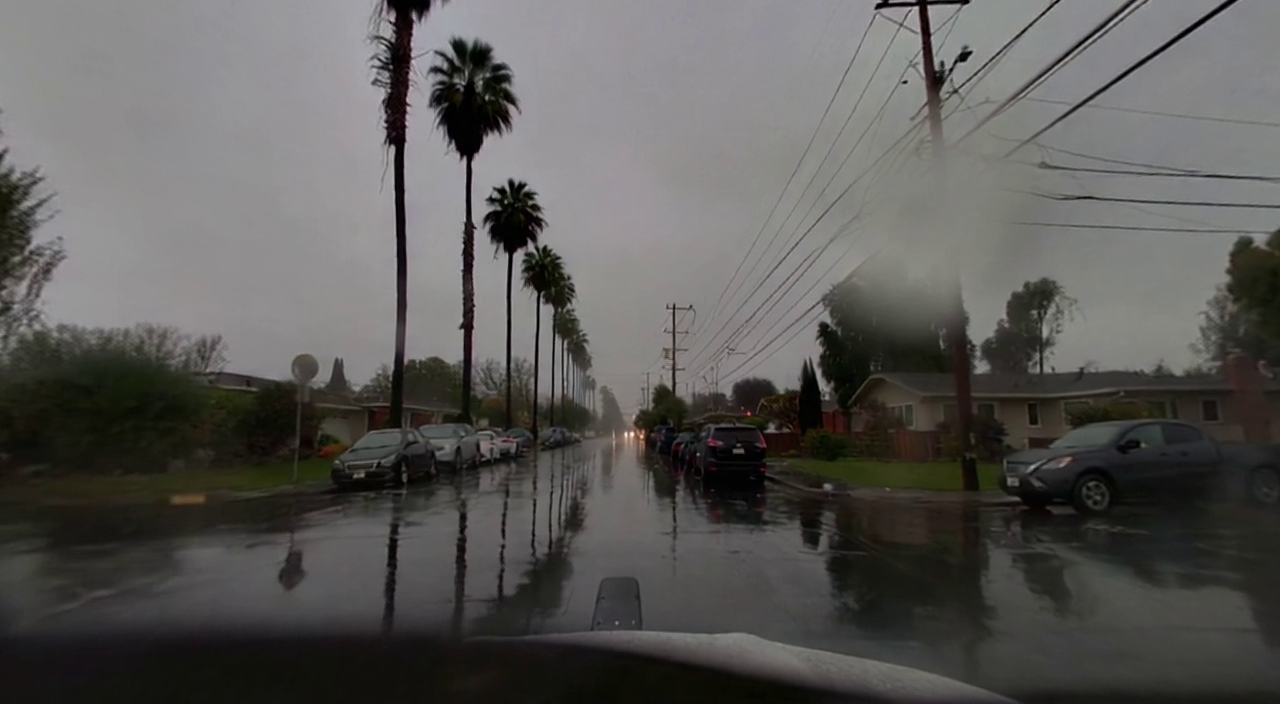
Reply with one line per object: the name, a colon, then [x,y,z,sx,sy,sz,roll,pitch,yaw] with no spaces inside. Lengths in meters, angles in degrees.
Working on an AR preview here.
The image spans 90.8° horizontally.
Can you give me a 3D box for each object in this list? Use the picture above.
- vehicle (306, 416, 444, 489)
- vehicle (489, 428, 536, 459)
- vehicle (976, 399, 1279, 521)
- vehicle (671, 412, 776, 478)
vehicle: [-7.070,2.717,17.452,2.198,1.724,4.493,1,-8,-5]
vehicle: [-8.133,5.895,40.754,2.178,1.865,4.658,0,-8,-2]
vehicle: [10.216,2.005,12.317,5.971,1.967,2.385,-1,-8,-5]
vehicle: [2.565,3.110,21.284,2.505,1.895,5.805,0,-8,-3]
